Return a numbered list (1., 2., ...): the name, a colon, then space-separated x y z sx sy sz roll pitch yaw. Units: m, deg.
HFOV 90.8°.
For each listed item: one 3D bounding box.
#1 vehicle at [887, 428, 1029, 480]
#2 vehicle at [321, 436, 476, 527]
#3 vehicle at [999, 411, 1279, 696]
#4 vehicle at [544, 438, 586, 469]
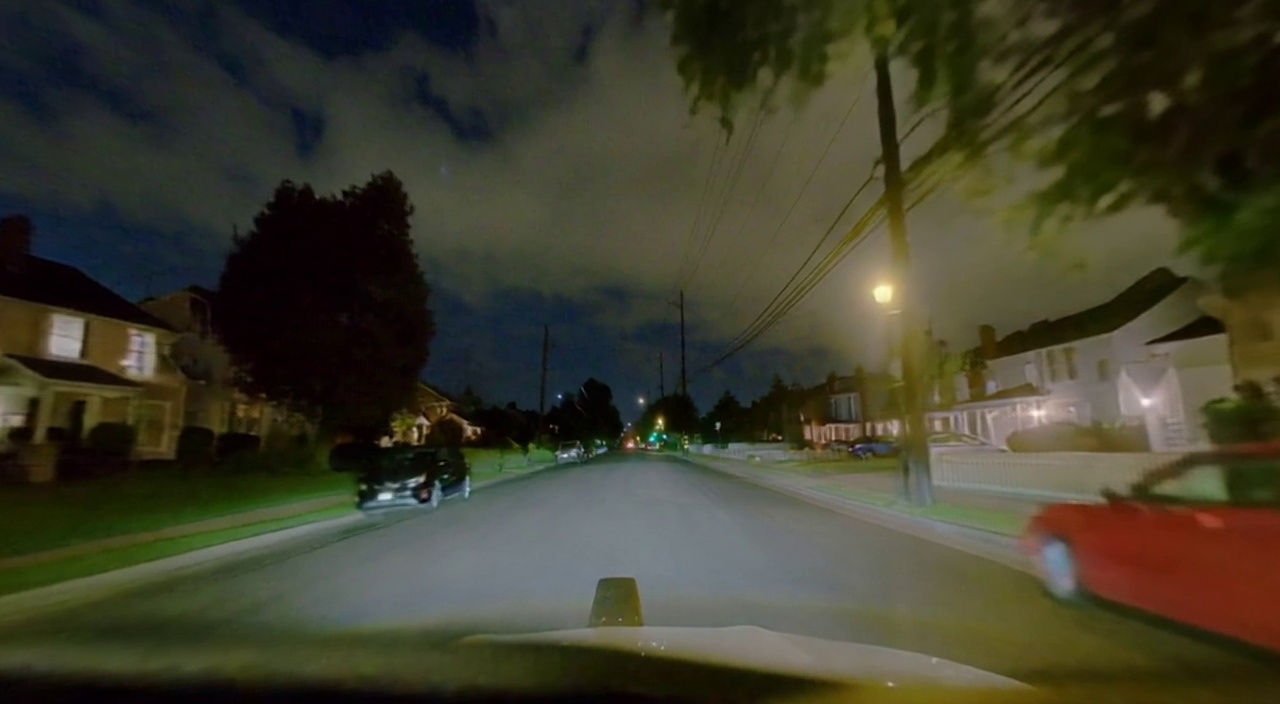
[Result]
1. vehicle: 11.876 3.827 23.883 4.226 1.679 1.983 -4 -7 8
2. vehicle: -5.415 2.880 14.831 1.970 1.666 4.223 -3 -7 0
3. vehicle: 4.588 1.174 3.872 2.170 1.549 4.178 1 -8 -3
4. vehicle: -5.620 7.684 48.101 2.411 1.979 5.915 -4 -8 -1
